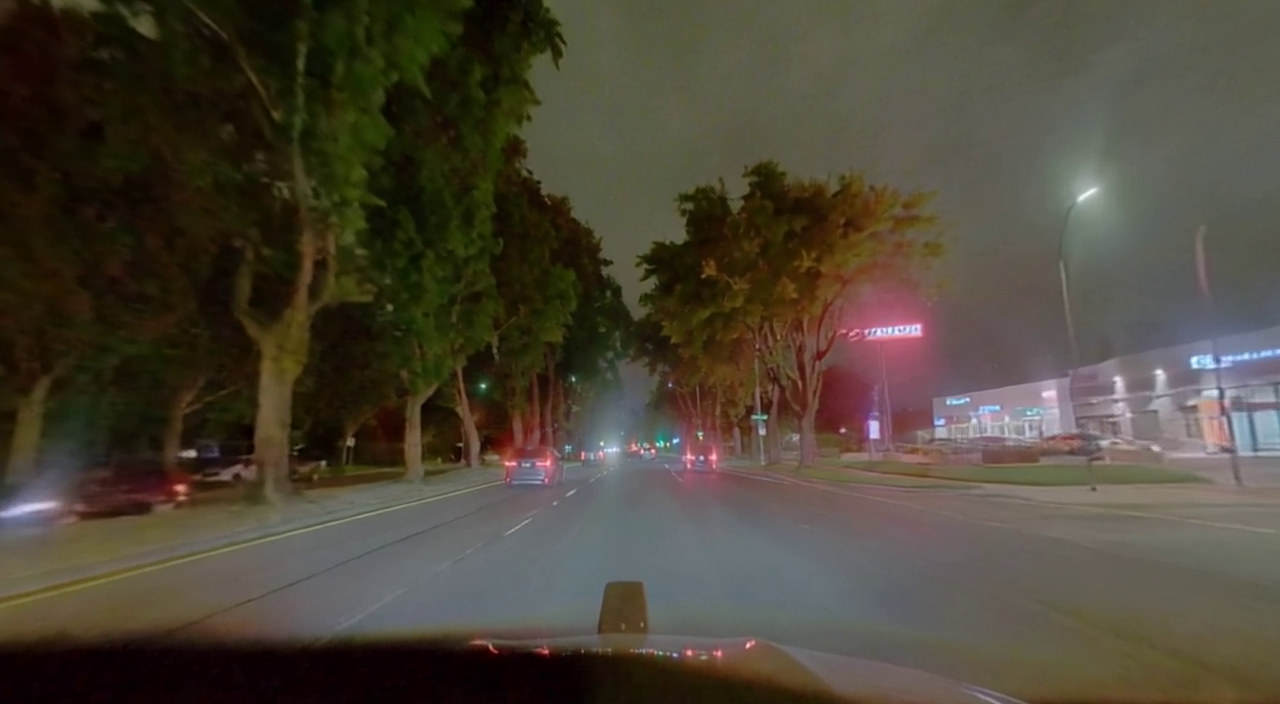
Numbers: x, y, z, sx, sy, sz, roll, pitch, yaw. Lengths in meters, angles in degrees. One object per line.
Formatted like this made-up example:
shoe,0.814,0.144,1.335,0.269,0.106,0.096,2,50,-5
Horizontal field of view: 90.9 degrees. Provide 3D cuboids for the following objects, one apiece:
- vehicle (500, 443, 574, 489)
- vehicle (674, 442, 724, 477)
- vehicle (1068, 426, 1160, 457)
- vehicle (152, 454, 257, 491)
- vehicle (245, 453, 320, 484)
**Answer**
vehicle,-3.692,4.161,23.360,1.908,1.481,4.536,0,-9,1
vehicle,2.788,5.207,30.617,1.922,1.579,3.642,0,-9,-2
vehicle,26.276,4.983,35.144,1.677,1.591,4.298,-1,-8,-1
vehicle,-22.775,6.301,33.250,2.040,1.757,4.730,0,-9,1
vehicle,-22.526,7.325,39.939,1.958,1.780,4.479,-1,-9,3
